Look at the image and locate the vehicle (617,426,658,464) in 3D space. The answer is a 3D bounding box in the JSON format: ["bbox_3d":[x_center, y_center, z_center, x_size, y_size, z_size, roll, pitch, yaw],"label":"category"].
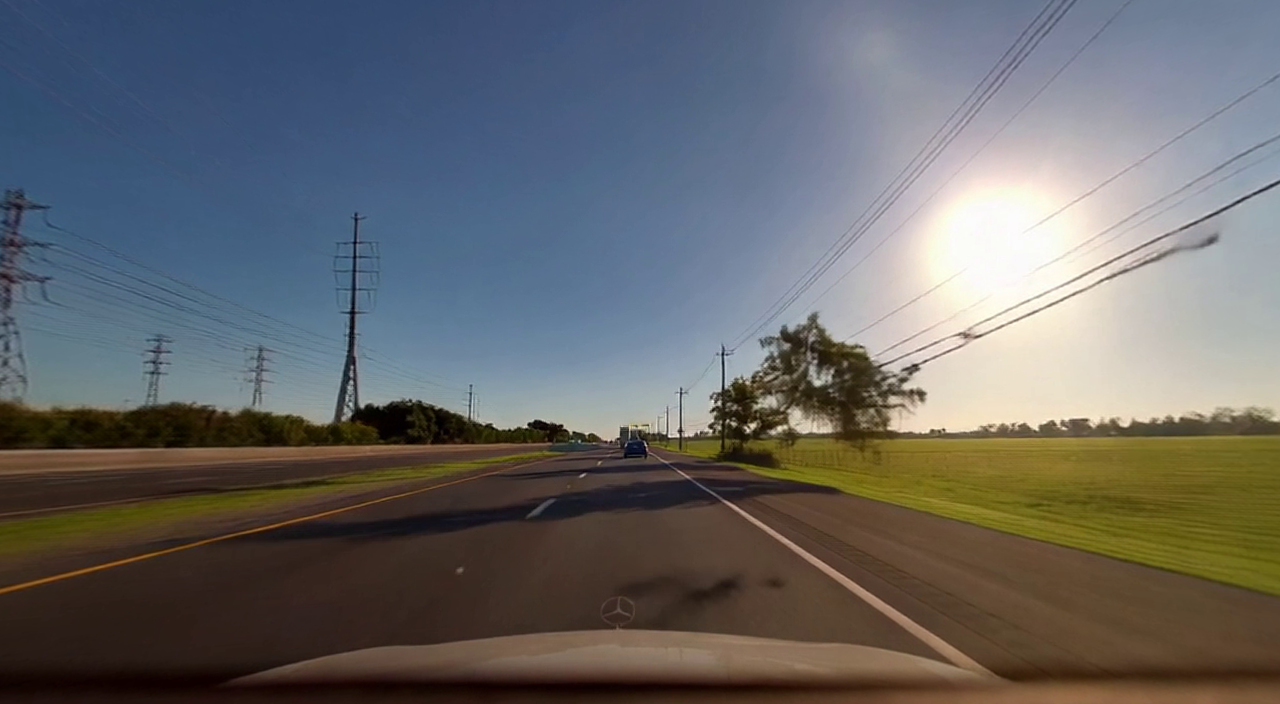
[{"bbox_3d":[-0.216,5.544,37.612,2.240,2.129,4.480,0,-8,-2],"label":"vehicle"}]
